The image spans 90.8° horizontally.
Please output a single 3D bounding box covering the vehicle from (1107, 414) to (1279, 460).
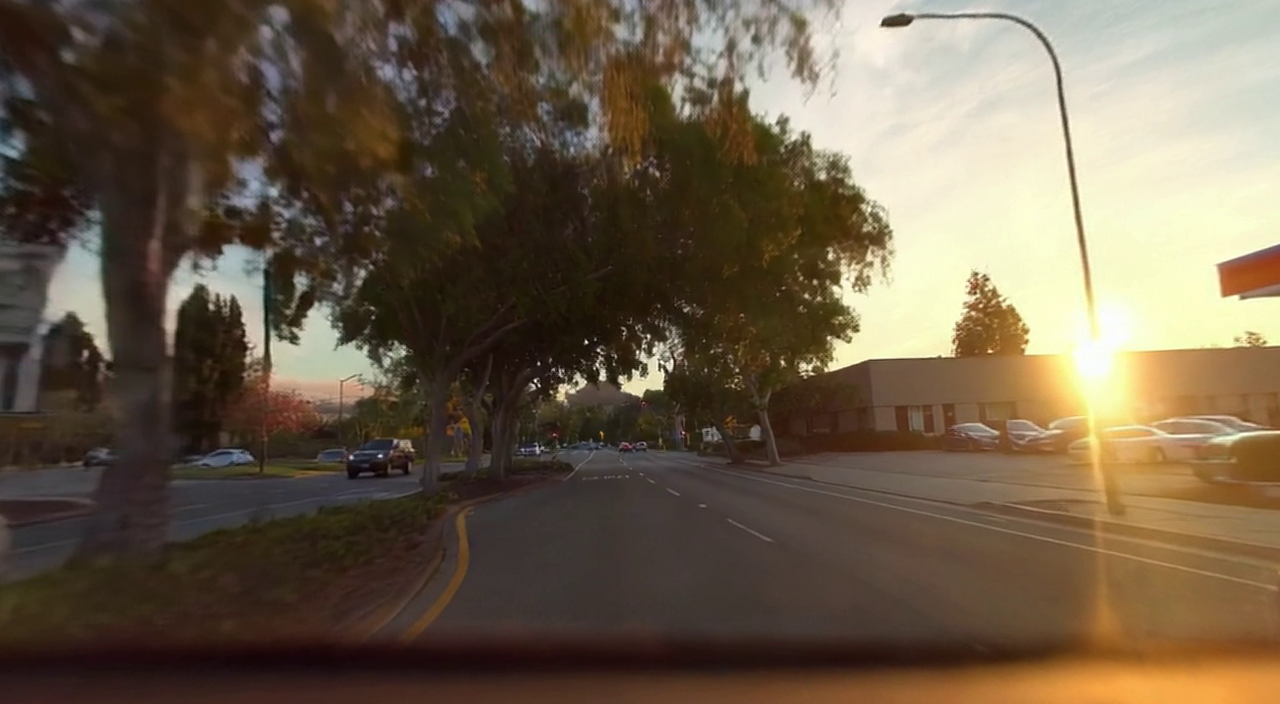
[{"bbox_3d":[18.872,2.858,21.211,4.800,1.459,2.051,0,-8,-4],"label":"vehicle"}]

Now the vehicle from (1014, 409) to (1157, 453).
[{"bbox_3d":[18.284,3.256,26.074,4.422,1.586,1.990,-1,-7,-3],"label":"vehicle"}]

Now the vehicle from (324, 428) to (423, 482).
[{"bbox_3d":[-11.840,4.625,28.633,2.131,2.148,5.709,0,-8,-2],"label":"vehicle"}]
